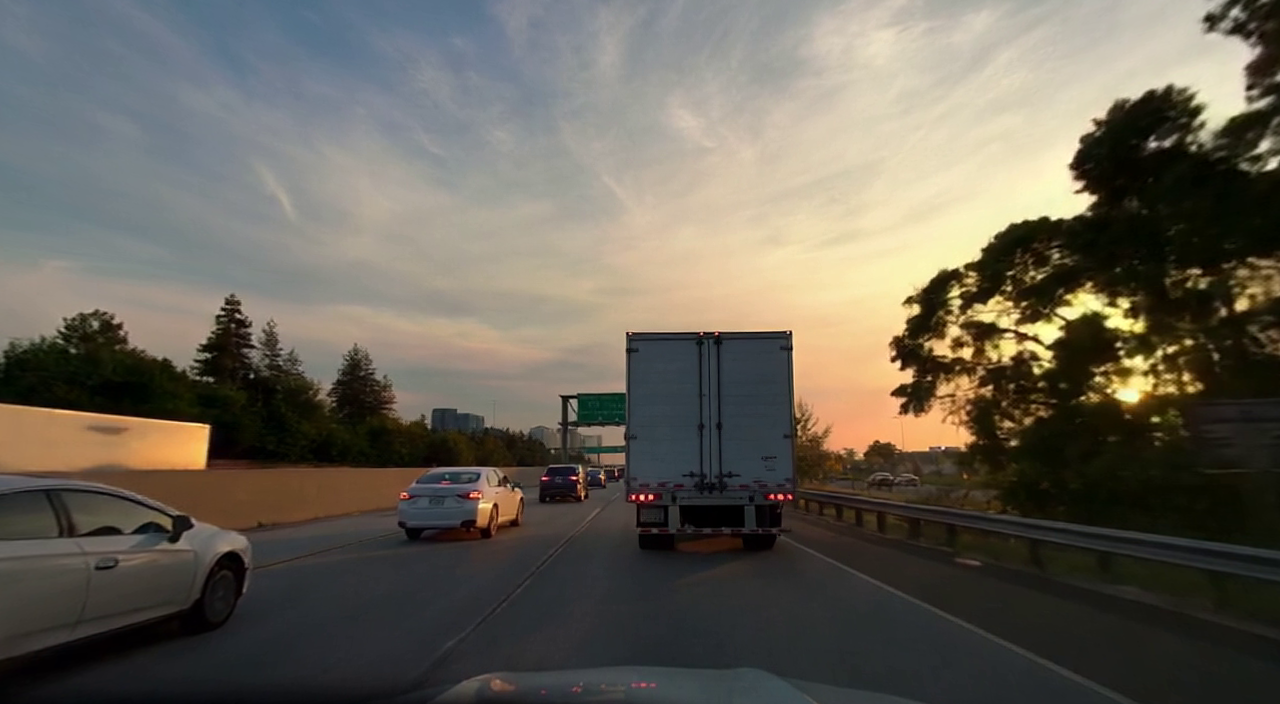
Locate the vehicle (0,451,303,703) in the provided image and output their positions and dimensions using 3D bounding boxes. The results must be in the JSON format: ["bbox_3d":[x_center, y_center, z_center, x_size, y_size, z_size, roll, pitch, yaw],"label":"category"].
[{"bbox_3d":[-4.237,1.273,3.586,2.043,1.391,4.515,0,-11,1],"label":"vehicle"}]

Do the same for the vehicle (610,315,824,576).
[{"bbox_3d":[1.171,2.011,12.934,2.831,3.529,8.689,0,-11,2],"label":"vehicle"}]

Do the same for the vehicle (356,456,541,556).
[{"bbox_3d":[-3.366,2.845,12.221,1.983,1.509,4.679,0,-11,2],"label":"vehicle"}]

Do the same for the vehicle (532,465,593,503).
[{"bbox_3d":[-3.319,5.789,27.861,1.964,1.482,4.371,0,-11,2],"label":"vehicle"}]

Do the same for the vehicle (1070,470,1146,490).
[{"bbox_3d":[36.468,10.009,49.218,4.299,1.465,1.807,-1,-11,8],"label":"vehicle"}]

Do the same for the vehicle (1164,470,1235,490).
[{"bbox_3d":[43.691,9.973,49.231,3.974,1.485,1.709,1,-11,-4],"label":"vehicle"}]
